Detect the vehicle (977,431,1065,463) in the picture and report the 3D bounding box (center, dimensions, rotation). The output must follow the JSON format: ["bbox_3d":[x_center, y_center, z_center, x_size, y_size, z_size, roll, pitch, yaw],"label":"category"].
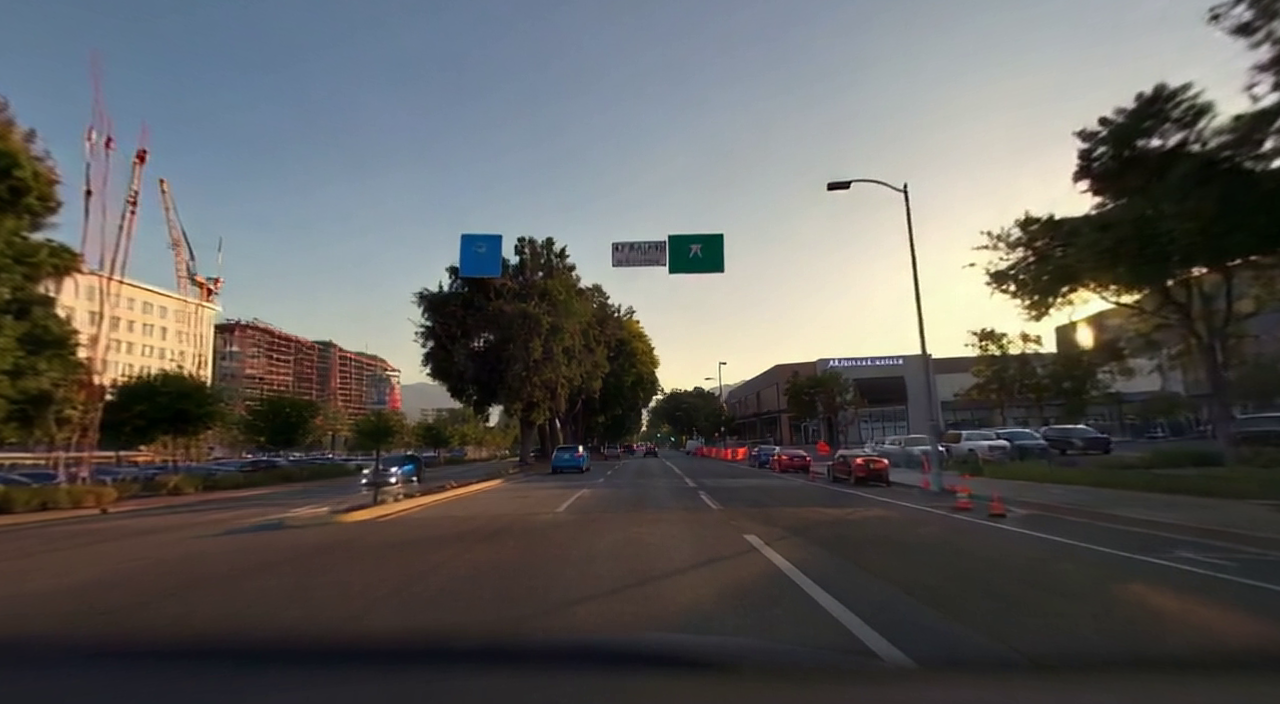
[{"bbox_3d":[18.284,4.590,30.473,1.881,1.443,3.882,-1,-8,2],"label":"vehicle"}]

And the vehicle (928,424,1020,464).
[{"bbox_3d":[16.126,4.475,30.695,1.984,1.774,4.406,0,-8,-1],"label":"vehicle"}]

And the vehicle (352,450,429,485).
[{"bbox_3d":[-11.986,5.548,30.613,1.917,1.495,4.309,-1,-8,1],"label":"vehicle"}]

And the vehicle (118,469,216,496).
[{"bbox_3d":[-30.235,8.313,40.385,4.708,1.457,1.821,8,-12,-43],"label":"vehicle"}]

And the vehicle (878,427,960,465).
[{"bbox_3d":[13.588,4.633,31.026,1.916,1.683,4.516,0,-8,-1],"label":"vehicle"}]

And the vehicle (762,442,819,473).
[{"bbox_3d":[7.472,5.242,31.600,1.799,1.399,4.317,-1,-8,0],"label":"vehicle"}]

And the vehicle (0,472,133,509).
[{"bbox_3d":[-30.134,7.271,33.357,5.077,1.411,1.808,3,-11,-39],"label":"vehicle"}]

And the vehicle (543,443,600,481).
[{"bbox_3d":[-2.788,4.576,26.598,1.926,1.442,4.231,0,-8,0],"label":"vehicle"}]

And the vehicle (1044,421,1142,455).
[{"bbox_3d":[25.845,4.969,36.208,2.043,1.803,4.774,-1,-8,0],"label":"vehicle"}]
